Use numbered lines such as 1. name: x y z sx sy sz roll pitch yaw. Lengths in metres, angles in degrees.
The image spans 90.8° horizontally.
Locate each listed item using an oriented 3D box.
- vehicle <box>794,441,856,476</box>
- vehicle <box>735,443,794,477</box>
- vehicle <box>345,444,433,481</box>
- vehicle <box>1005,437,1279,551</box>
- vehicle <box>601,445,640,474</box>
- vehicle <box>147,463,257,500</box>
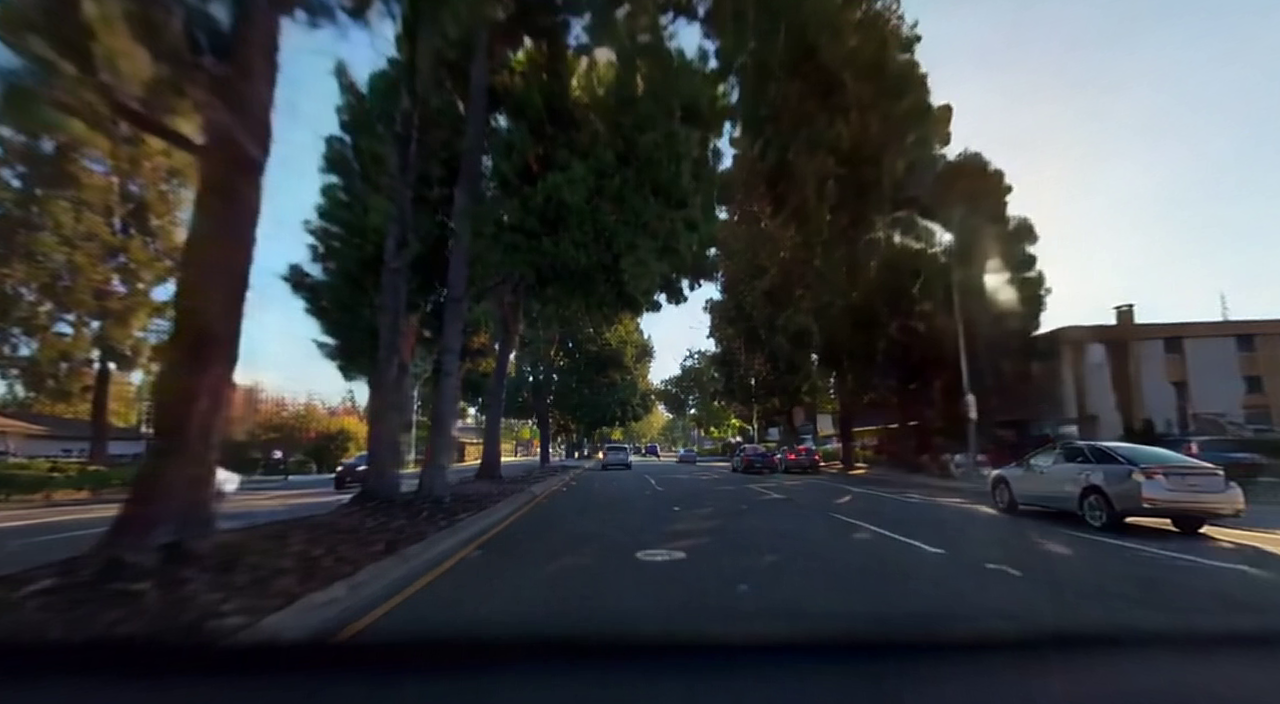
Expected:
1. vehicle: 9.528 5.488 32.846 1.945 1.687 4.292 0 -8 0
2. vehicle: 5.796 5.062 29.803 2.020 1.472 3.958 0 -8 1
3. vehicle: -15.157 6.668 38.660 2.879 2.048 5.861 0 -8 1
4. vehicle: 8.572 2.253 10.861 1.888 1.508 4.646 0 -8 2
5. vehicle: -1.051 5.958 35.314 2.077 1.477 3.897 0 -8 -1
6. vehicle: -18.727 5.524 27.238 1.769 1.344 3.947 0 -8 3
